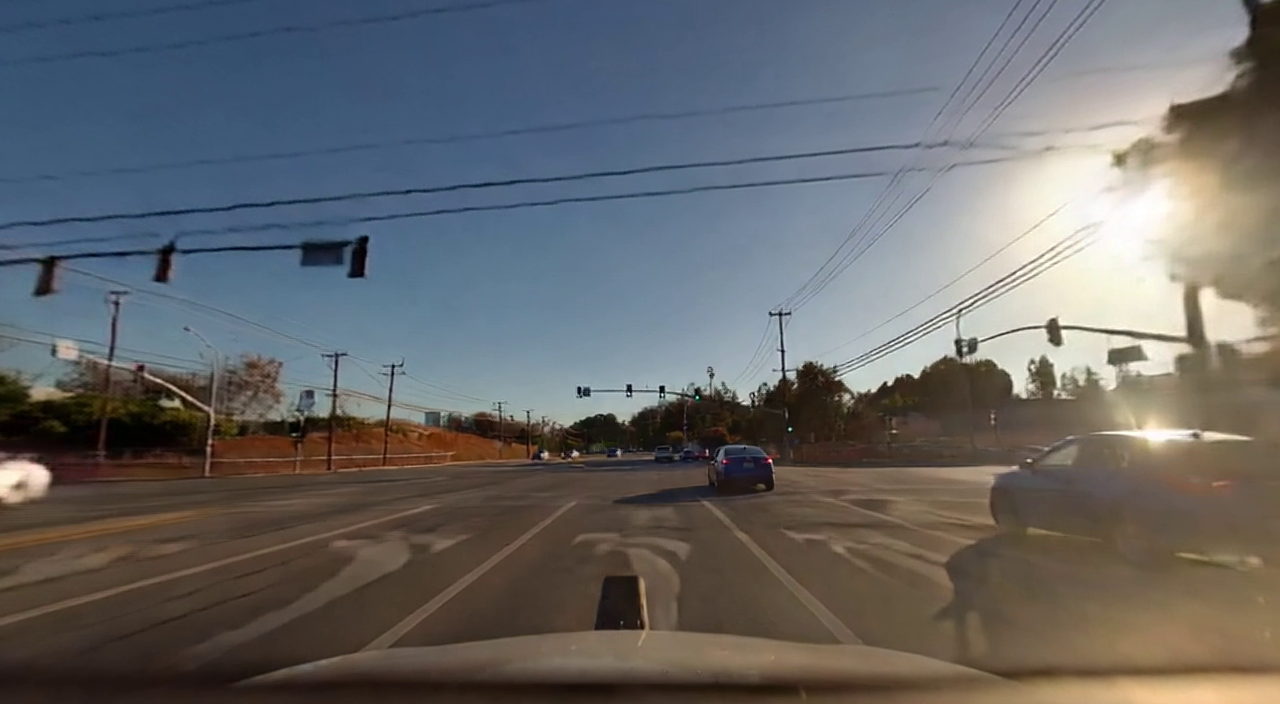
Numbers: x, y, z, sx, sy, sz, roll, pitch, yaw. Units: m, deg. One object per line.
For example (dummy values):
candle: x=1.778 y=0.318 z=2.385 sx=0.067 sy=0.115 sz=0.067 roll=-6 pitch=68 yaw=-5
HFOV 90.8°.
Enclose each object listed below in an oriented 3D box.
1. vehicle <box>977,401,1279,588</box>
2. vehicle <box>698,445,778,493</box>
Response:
vehicle: x=6.681 y=1.697 z=8.342 sx=2.029 sy=1.795 sz=4.371 roll=0 pitch=-9 yaw=0
vehicle: x=3.259 y=3.985 z=21.917 sx=2.035 sy=1.460 sz=4.392 roll=0 pitch=-9 yaw=-1
